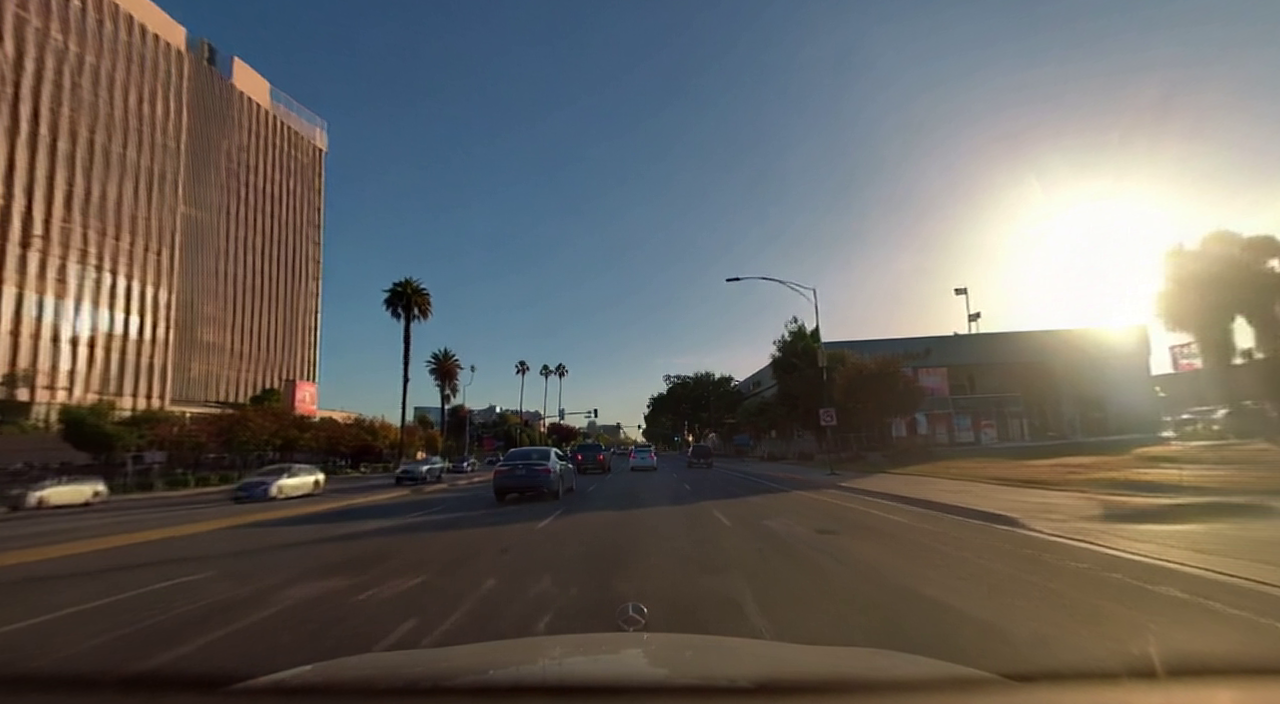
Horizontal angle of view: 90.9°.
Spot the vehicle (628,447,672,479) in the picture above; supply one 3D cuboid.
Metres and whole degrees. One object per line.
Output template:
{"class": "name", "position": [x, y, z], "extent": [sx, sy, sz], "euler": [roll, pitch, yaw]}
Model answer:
{"class": "vehicle", "position": [0.488, 5.656, 32.368], "extent": [2.147, 1.507, 3.953], "euler": [0, -9, 0]}

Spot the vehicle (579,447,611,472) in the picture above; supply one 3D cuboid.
{"class": "vehicle", "position": [-3.250, 7.892, 46.539], "extent": [2.168, 1.719, 4.283], "euler": [0, -9, -2]}

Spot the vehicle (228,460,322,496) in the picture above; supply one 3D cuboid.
{"class": "vehicle", "position": [-17.370, 5.987, 30.237], "extent": [1.870, 1.511, 4.358], "euler": [0, -9, 0]}

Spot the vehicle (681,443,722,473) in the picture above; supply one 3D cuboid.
{"class": "vehicle", "position": [3.821, 6.719, 40.075], "extent": [2.108, 1.785, 4.334], "euler": [0, -9, -1]}

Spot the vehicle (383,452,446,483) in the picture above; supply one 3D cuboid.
{"class": "vehicle", "position": [-13.666, 7.000, 38.495], "extent": [2.096, 1.721, 4.628], "euler": [0, -9, 1]}

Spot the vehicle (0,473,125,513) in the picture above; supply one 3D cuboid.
{"class": "vehicle", "position": [-27.024, 6.501, 29.395], "extent": [1.875, 1.467, 4.747], "euler": [0, -9, 1]}

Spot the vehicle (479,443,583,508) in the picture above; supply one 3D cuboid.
{"class": "vehicle", "position": [-2.767, 3.244, 17.103], "extent": [1.908, 1.505, 4.369], "euler": [-1, -9, 2]}
